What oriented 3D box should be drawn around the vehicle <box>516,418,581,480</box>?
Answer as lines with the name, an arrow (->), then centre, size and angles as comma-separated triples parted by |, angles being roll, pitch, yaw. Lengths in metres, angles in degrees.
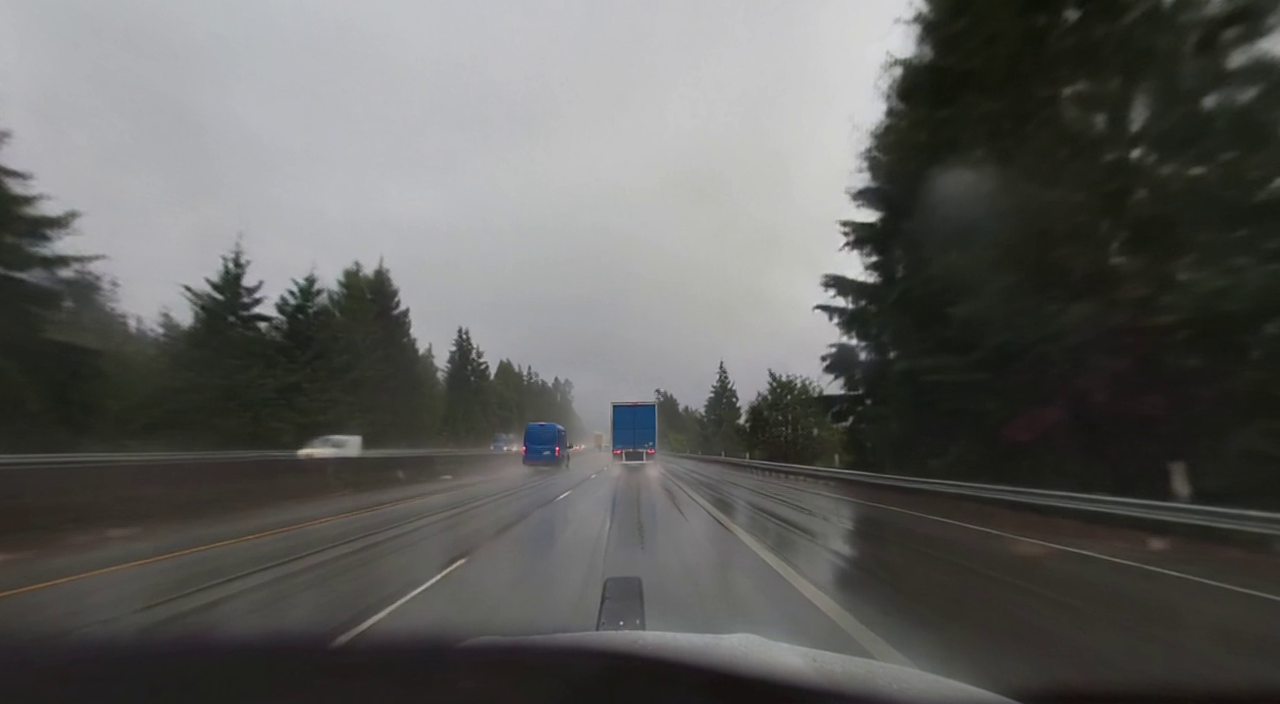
vehicle -> -4.404, 4.857, 31.541 | 2.357, 2.786, 6.144 | 0, -9, -1

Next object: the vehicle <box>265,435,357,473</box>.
vehicle -> -13.679, 4.266, 26.500 | 1.766, 1.459, 3.806 | 0, -9, 1

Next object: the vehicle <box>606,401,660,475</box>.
vehicle -> -0.463, 5.556, 39.977 | 2.995, 4.036, 10.311 | 0, -9, -1
